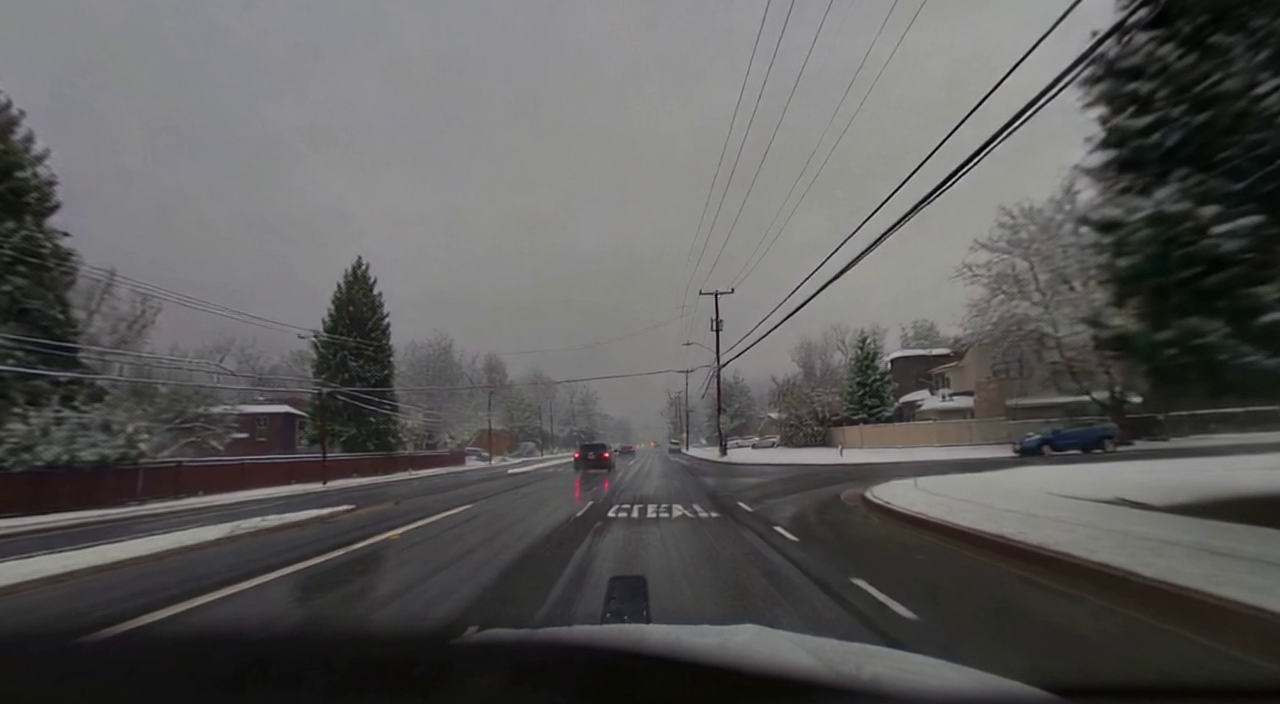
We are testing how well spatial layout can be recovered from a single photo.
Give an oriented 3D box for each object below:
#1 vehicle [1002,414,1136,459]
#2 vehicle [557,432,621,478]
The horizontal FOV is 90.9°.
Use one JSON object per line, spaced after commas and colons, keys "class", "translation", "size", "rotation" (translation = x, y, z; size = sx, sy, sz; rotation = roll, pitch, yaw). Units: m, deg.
{"class": "vehicle", "translation": [20.542, 4.113, 30.403], "size": [4.502, 1.833, 2.462], "rotation": [-3, -10, 1]}
{"class": "vehicle", "translation": [-2.184, 4.634, 28.447], "size": [2.327, 1.861, 4.941], "rotation": [-1, -9, 2]}
